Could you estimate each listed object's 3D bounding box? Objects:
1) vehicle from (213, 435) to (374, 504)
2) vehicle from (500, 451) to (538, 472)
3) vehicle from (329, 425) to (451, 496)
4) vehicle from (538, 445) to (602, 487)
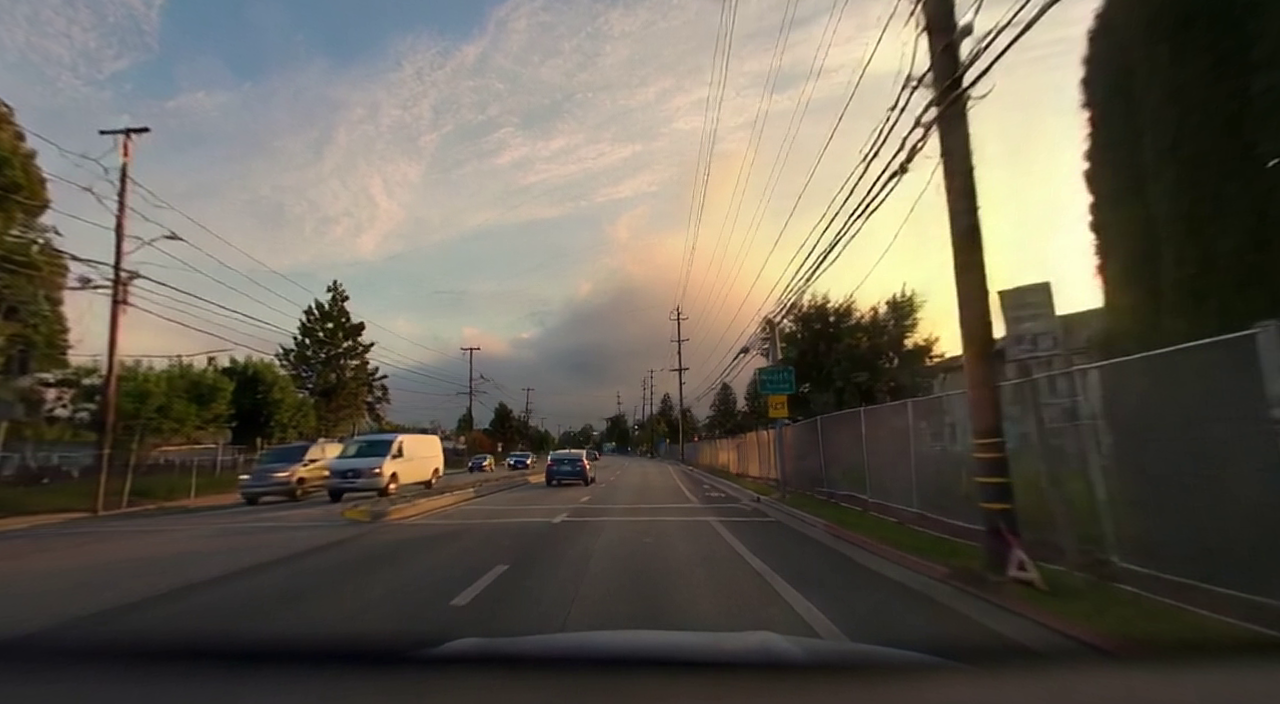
[{"bbox_3d":[-13.143,4.496,24.655,2.584,2.302,6.400,1,-9,1],"label":"vehicle"},{"bbox_3d":[-9.204,8.338,48.250,2.007,1.520,4.466,1,-9,1],"label":"vehicle"},{"bbox_3d":[-9.626,4.242,24.950,2.377,2.439,5.510,0,-9,2],"label":"vehicle"},{"bbox_3d":[-2.749,4.578,25.649,1.992,1.515,4.289,0,-9,2],"label":"vehicle"}]
